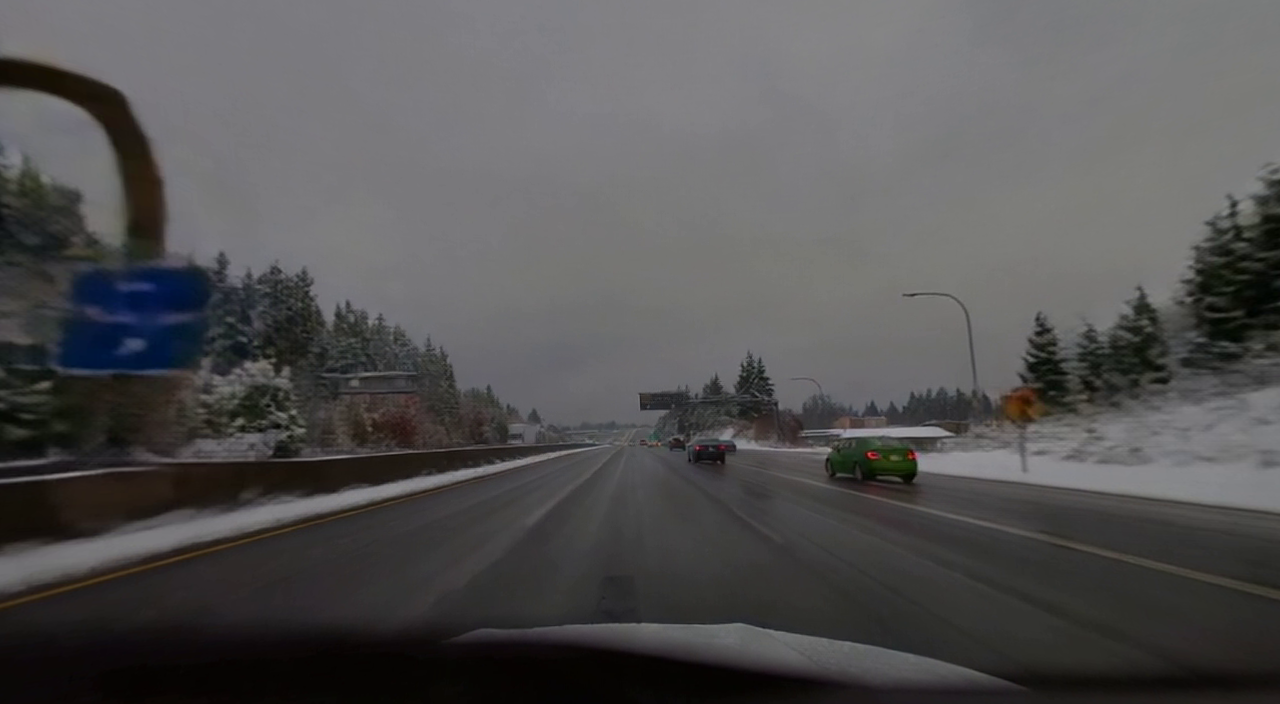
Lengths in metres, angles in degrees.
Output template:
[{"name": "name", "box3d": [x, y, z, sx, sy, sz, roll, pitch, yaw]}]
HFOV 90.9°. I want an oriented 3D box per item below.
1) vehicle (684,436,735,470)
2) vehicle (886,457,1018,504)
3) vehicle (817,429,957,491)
[{"name": "vehicle", "box3d": [3.187, 4.690, 29.623, 1.819, 1.468, 3.770, 0, -8, -2]}, {"name": "vehicle", "box3d": [7.017, 2.893, 14.449, 1.535, 0.862, 2.814, 0, -8, -2]}, {"name": "vehicle", "box3d": [6.908, 3.053, 18.345, 2.003, 1.522, 4.940, 0, -8, -1]}]
